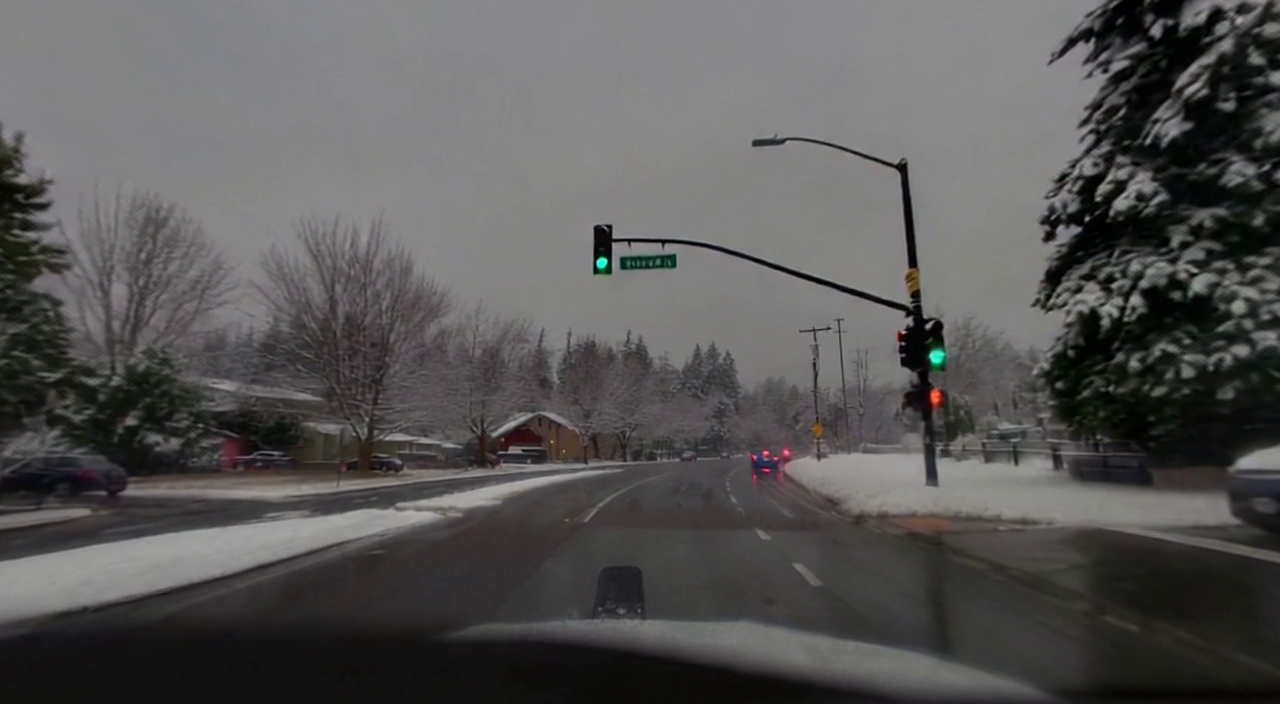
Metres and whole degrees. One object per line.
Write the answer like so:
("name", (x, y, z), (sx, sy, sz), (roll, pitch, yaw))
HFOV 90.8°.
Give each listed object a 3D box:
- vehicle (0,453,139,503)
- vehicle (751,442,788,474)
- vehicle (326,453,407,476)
("vehicle", (-20.264, 4.352, 22.083), (4.028, 1.610, 1.881), (-1, -9, 7))
("vehicle", (7.678, 6.251, 37.465), (1.989, 1.782, 4.351), (-2, -9, 12))
("vehicle", (-18.229, 7.501, 42.165), (4.658, 1.482, 1.879), (-2, -9, 12))
